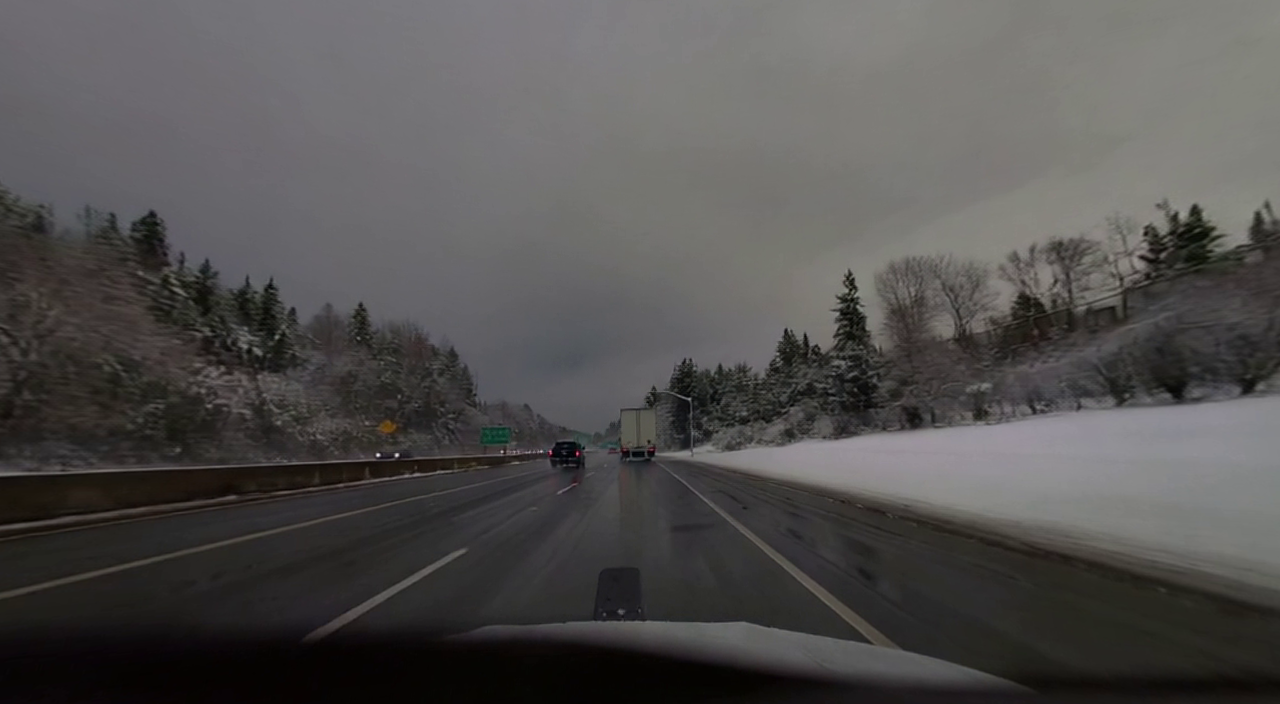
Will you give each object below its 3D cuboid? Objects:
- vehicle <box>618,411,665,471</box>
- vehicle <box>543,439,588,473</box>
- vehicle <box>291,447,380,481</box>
[{"bbox_3d":[-0.091,6.489,45.739,2.839,3.734,11.781,0,-9,-3],"label":"vehicle"},{"bbox_3d":[-4.396,6.244,38.026,2.139,1.925,4.312,0,-9,0],"label":"vehicle"},{"bbox_3d":[-14.495,5.332,30.359,1.897,1.441,4.634,0,-9,1],"label":"vehicle"}]
